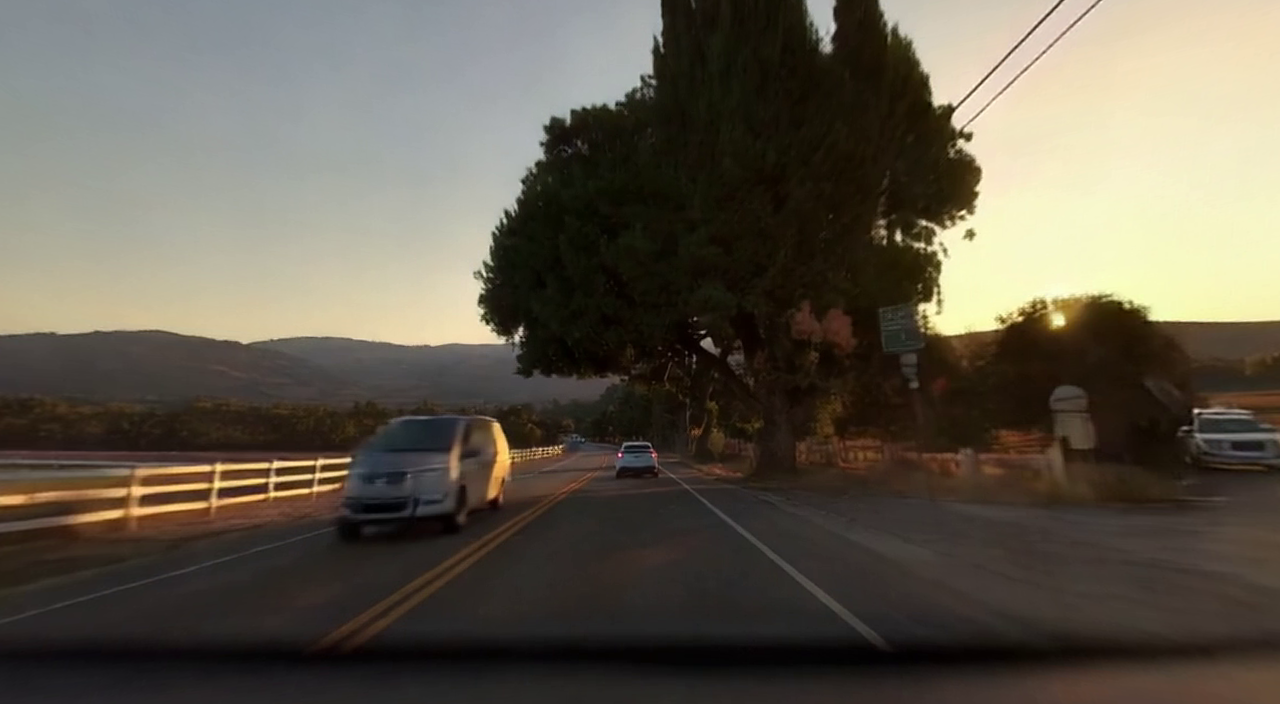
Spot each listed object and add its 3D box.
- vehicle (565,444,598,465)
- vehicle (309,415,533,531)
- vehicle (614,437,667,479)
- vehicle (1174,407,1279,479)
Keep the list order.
[{"bbox_3d":[-4.409,7.770,48.091,2.092,1.490,4.422,0,-9,0],"label":"vehicle"},{"bbox_3d":[-4.641,2.751,15.209,2.906,2.116,6.952,0,-9,0],"label":"vehicle"},{"bbox_3d":[-0.019,4.612,27.709,2.158,1.669,4.006,0,-9,-1],"label":"vehicle"},{"bbox_3d":[17.096,2.509,17.508,4.668,1.739,1.943,5,-9,-30],"label":"vehicle"}]
